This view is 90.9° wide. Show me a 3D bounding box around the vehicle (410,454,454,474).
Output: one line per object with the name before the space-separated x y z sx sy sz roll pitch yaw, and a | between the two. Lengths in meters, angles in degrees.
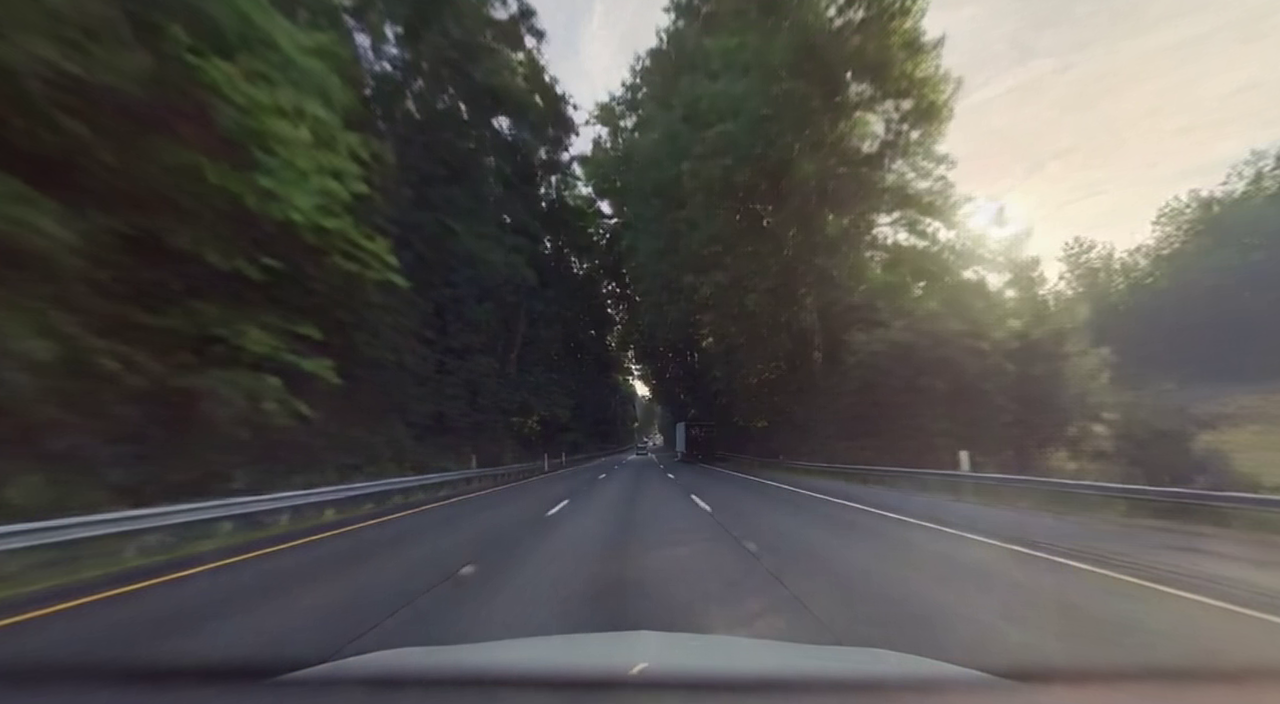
vehicle | -15.208 8.207 46.312 1.886 1.433 3.791 0 -9 1

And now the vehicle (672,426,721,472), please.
vehicle | 3.661 6.435 41.844 2.572 2.795 5.978 0 -9 -1
